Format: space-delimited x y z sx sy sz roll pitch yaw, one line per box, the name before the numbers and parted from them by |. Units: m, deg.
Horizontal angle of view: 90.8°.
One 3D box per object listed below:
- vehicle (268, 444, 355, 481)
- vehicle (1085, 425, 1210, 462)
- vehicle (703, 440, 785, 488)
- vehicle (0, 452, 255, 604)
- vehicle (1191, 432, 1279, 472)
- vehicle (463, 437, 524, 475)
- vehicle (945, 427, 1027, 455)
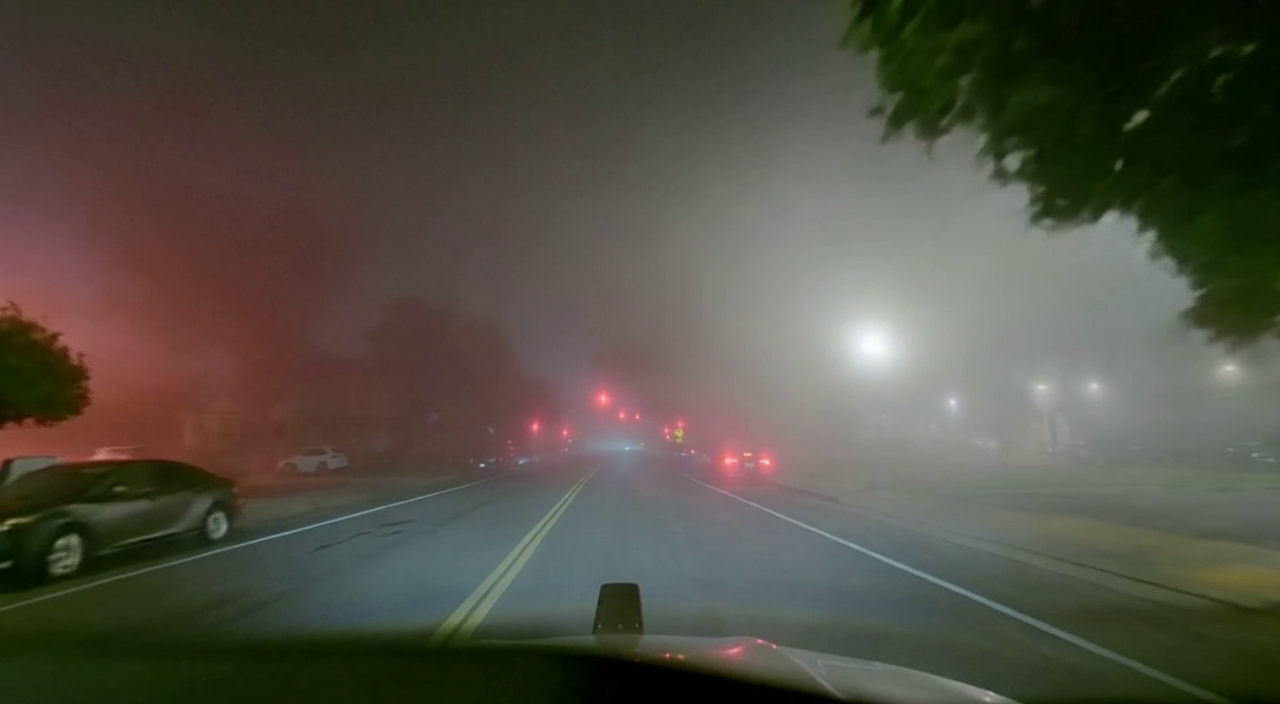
vehicle | -14.889 5.010 28.882 1.848 1.562 3.827 0 -8 1
vehicle | 24.778 4.500 30.961 4.213 1.644 2.105 -2 -9 1
vehicle | 3.643 4.009 22.955 1.955 1.536 4.395 0 -8 -4
vehicle | -7.331 2.061 8.221 1.954 1.430 4.395 0 -8 -2
vehicle | 24.924 4.011 25.381 3.711 1.539 1.901 0 -8 -1
vehicle | -8.398 6.002 36.826 2.420 2.004 5.615 0 -8 -2
vehicle | 24.317 6.313 44.473 4.476 1.795 2.055 -1 -9 -2
